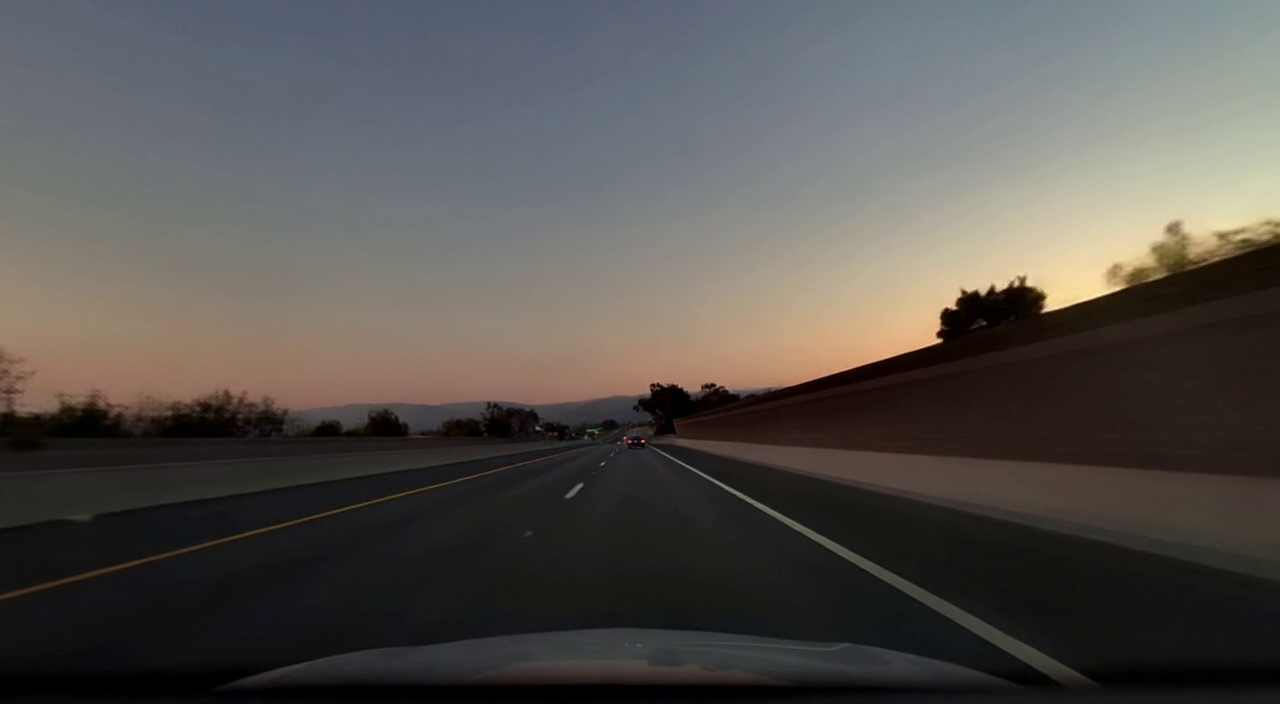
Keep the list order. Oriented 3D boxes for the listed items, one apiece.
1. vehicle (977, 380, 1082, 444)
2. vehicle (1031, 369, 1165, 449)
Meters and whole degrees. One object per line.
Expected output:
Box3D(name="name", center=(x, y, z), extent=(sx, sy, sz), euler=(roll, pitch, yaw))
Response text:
Box3D(name="vehicle", center=(27.821, 4.550, 45.791), extent=(3.106, 4.073, 10.350), euler=(-1, -8, 13))
Box3D(name="vehicle", center=(25.490, 3.402, 35.766), extent=(2.878, 3.949, 8.348), euler=(-2, -8, 13))
